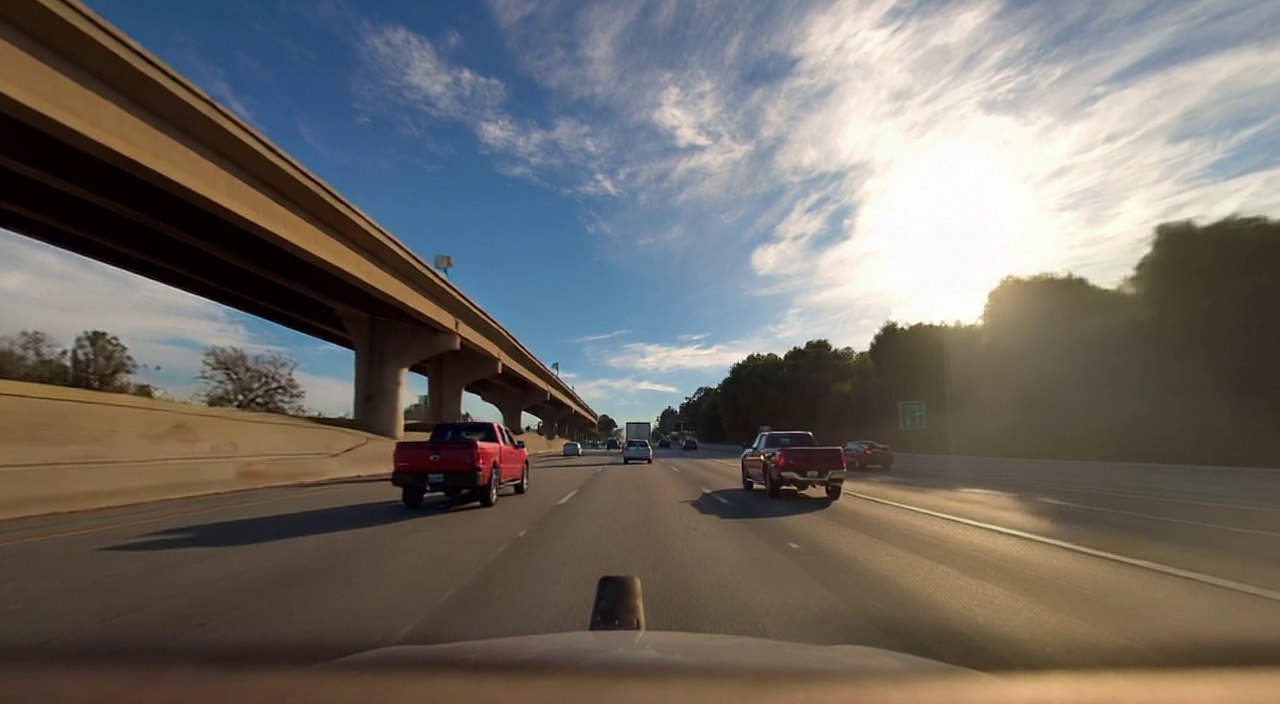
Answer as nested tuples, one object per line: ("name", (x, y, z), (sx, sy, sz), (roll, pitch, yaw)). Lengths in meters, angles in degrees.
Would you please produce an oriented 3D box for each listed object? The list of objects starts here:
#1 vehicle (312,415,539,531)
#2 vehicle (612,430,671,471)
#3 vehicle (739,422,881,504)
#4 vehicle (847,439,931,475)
("vehicle", (-3.603, 2.189, 12.005), (2.535, 1.715, 5.030), (0, -9, 0))
("vehicle", (0.063, 4.802, 30.886), (2.572, 1.837, 5.693), (0, -9, 0))
("vehicle", (3.795, 2.579, 14.961), (2.119, 1.653, 4.000), (0, -9, -2))
("vehicle", (11.127, 4.710, 28.592), (1.961, 1.480, 4.331), (0, -9, -1))
